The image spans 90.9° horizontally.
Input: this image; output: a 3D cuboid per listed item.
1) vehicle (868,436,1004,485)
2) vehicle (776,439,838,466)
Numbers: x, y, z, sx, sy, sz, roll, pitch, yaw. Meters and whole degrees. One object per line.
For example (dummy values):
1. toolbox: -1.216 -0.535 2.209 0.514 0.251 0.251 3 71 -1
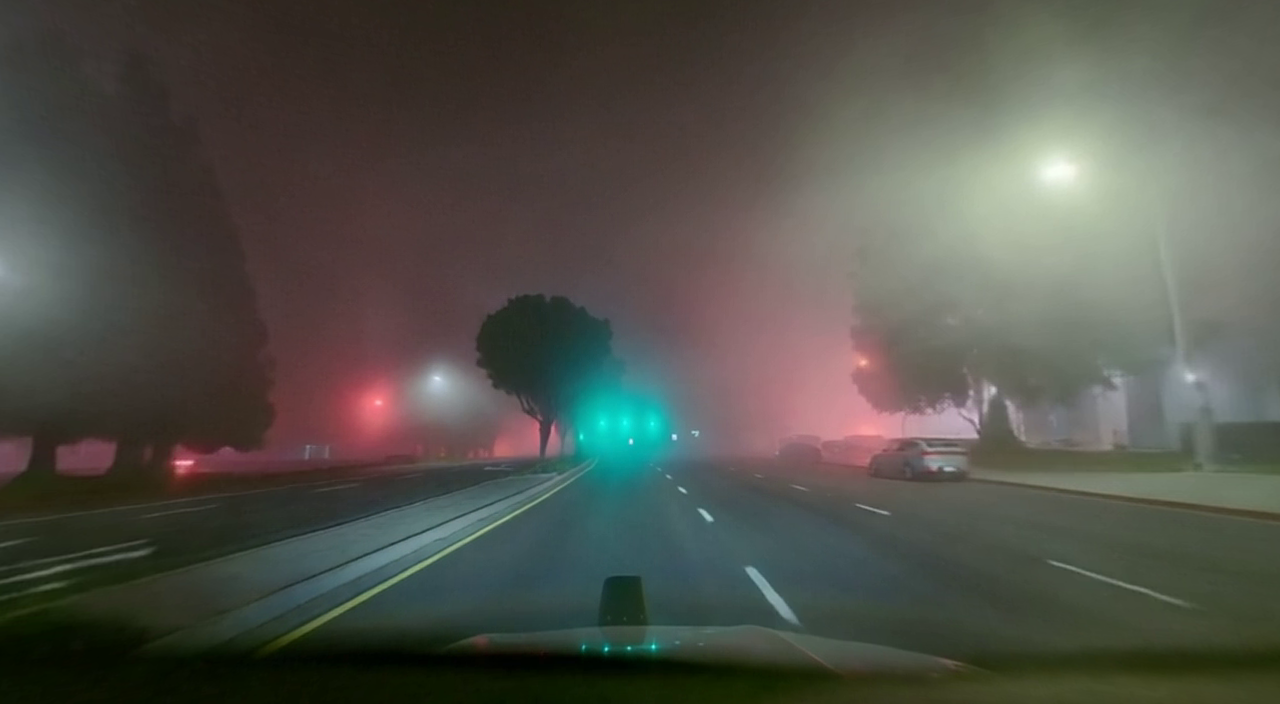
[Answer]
1. vehicle: 10.321 3.827 22.656 2.109 1.533 5.664 0 -8 -1
2. vehicle: 10.336 6.241 39.392 2.034 1.551 5.228 1 -8 -5
